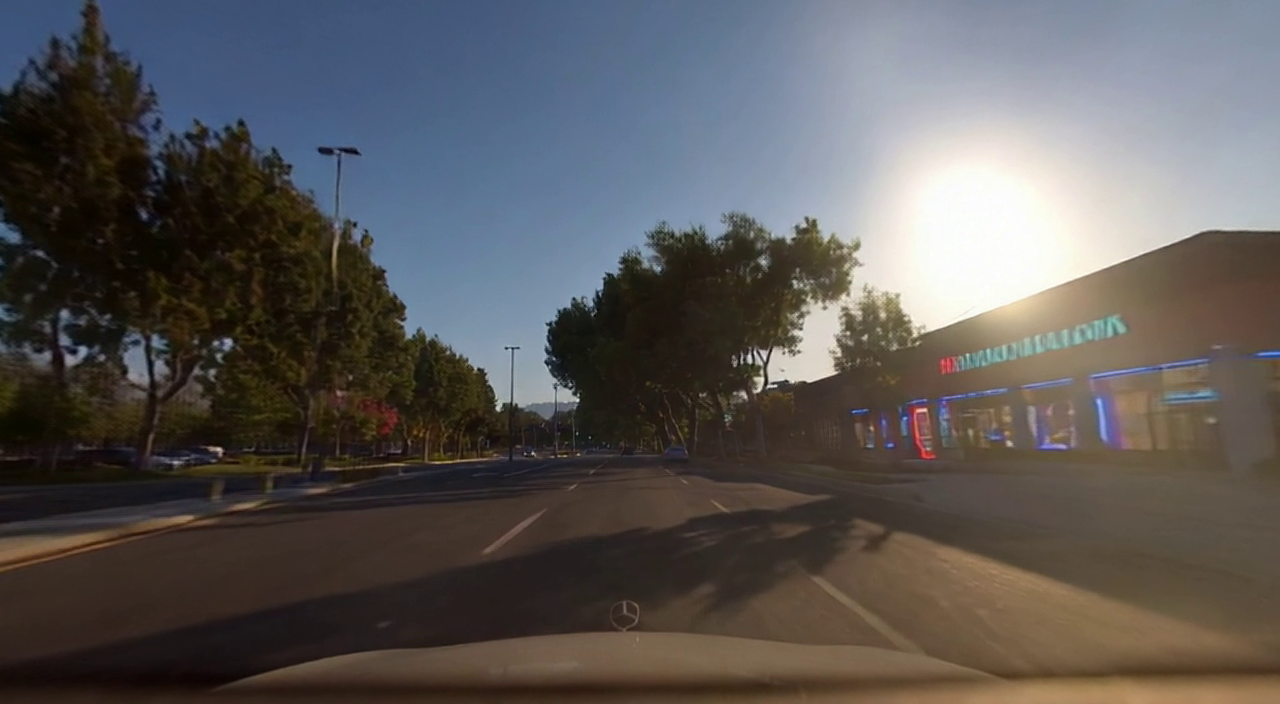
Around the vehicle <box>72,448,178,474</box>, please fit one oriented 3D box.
[{"bbox_3d":[-32.871,6.946,40.279,4.736,1.573,2.176,0,-8,-3],"label":"vehicle"}]

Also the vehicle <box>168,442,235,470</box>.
[{"bbox_3d":[-33.389,7.905,47.948,3.825,1.489,1.778,-7,-7,-2],"label":"vehicle"}]
